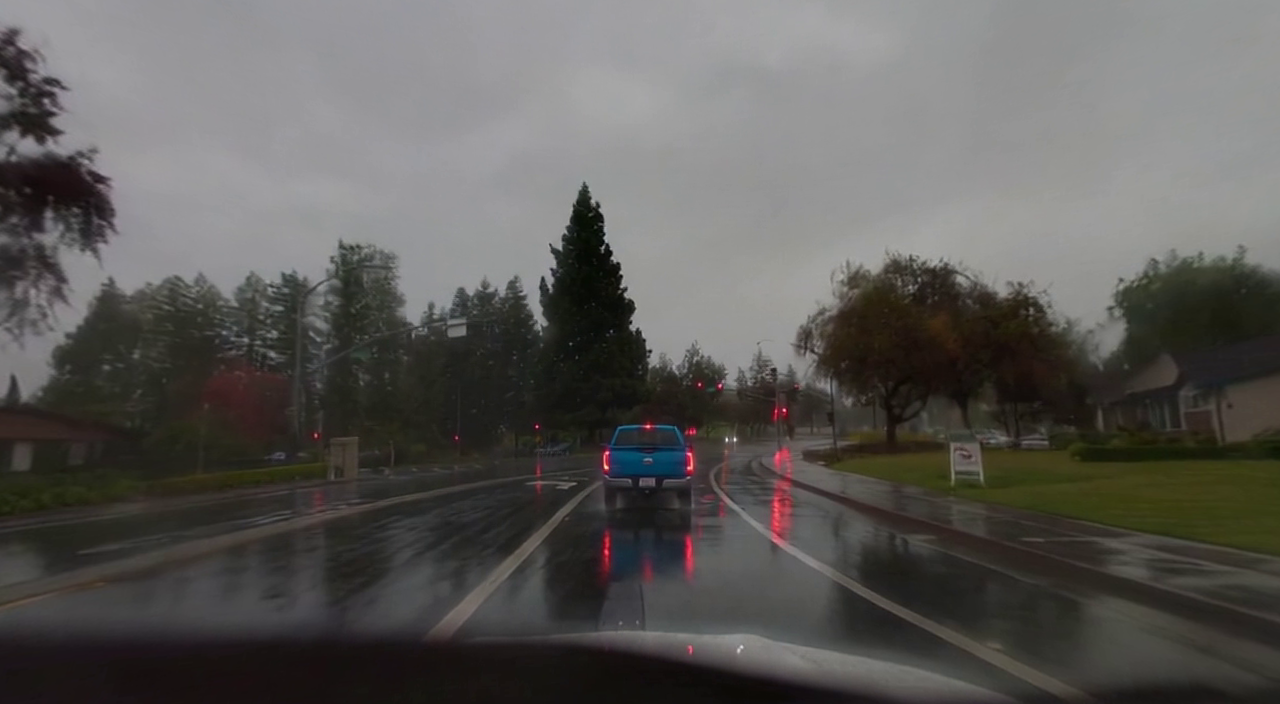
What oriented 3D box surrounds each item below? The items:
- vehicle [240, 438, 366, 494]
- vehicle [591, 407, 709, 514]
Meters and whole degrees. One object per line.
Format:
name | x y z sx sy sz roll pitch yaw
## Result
vehicle | -12.971 4.379 24.779 2.053 1.822 4.852 -2 -7 4
vehicle | 0.240 2.341 14.002 2.153 1.942 4.767 0 -9 2
